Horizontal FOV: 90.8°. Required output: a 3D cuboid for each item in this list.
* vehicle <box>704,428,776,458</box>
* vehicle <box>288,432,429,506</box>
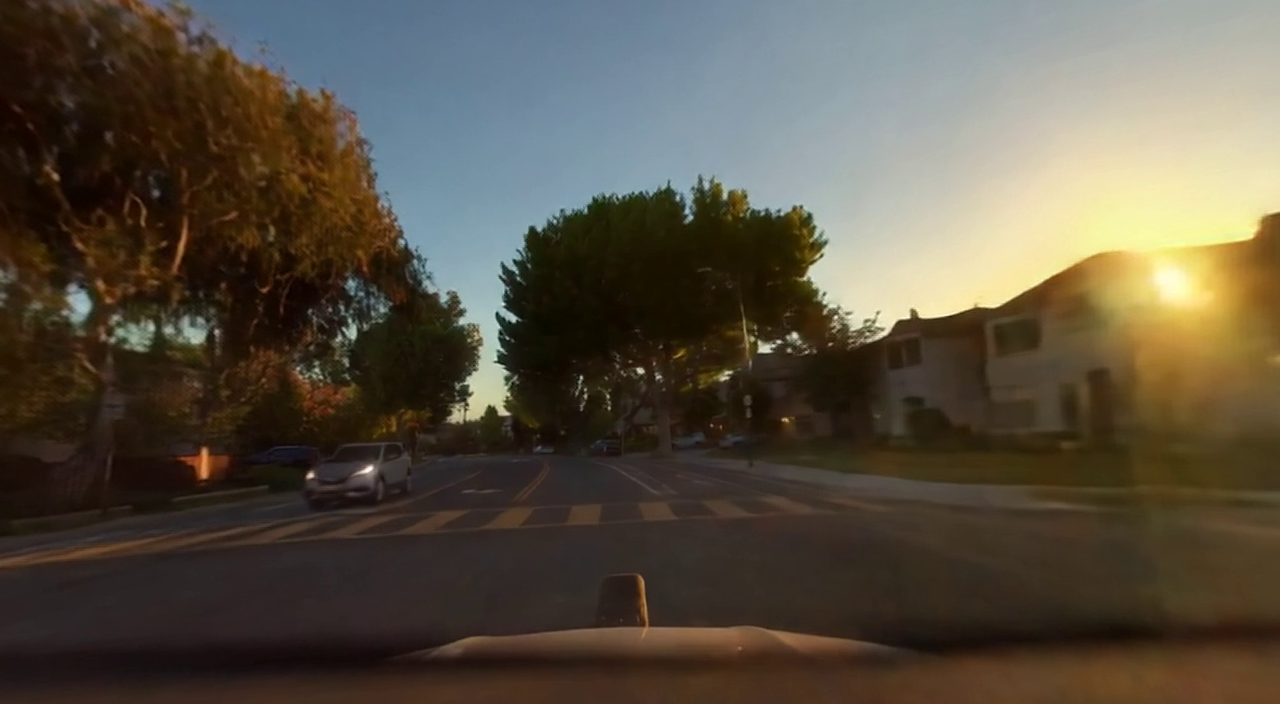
[{"bbox_3d":[7.433,6.786,47.064,4.697,1.861,2.126,1,-12,-19],"label":"vehicle"},{"bbox_3d":[-7.888,3.284,18.348,2.247,1.801,4.672,0,-8,-5],"label":"vehicle"}]
